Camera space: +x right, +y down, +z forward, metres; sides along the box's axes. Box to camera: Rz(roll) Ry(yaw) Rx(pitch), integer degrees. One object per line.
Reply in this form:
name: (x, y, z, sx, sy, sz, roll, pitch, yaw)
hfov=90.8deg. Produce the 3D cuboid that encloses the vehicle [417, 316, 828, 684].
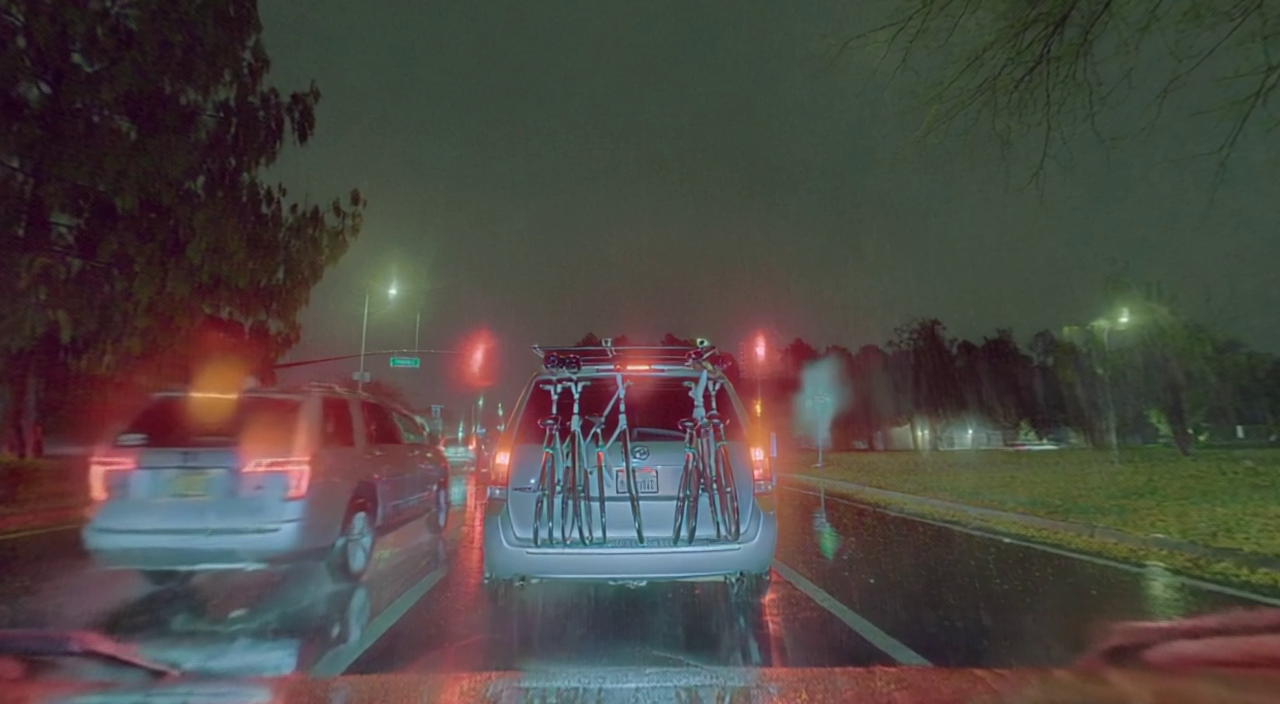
vehicle: (-0.226, 1.158, 5.993, 2.333, 2.087, 4.586, 0, -8, -4)

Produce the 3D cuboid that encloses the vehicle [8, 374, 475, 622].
vehicle: (-3.721, 1.503, 7.588, 2.337, 1.858, 5.409, 0, -8, -4)
